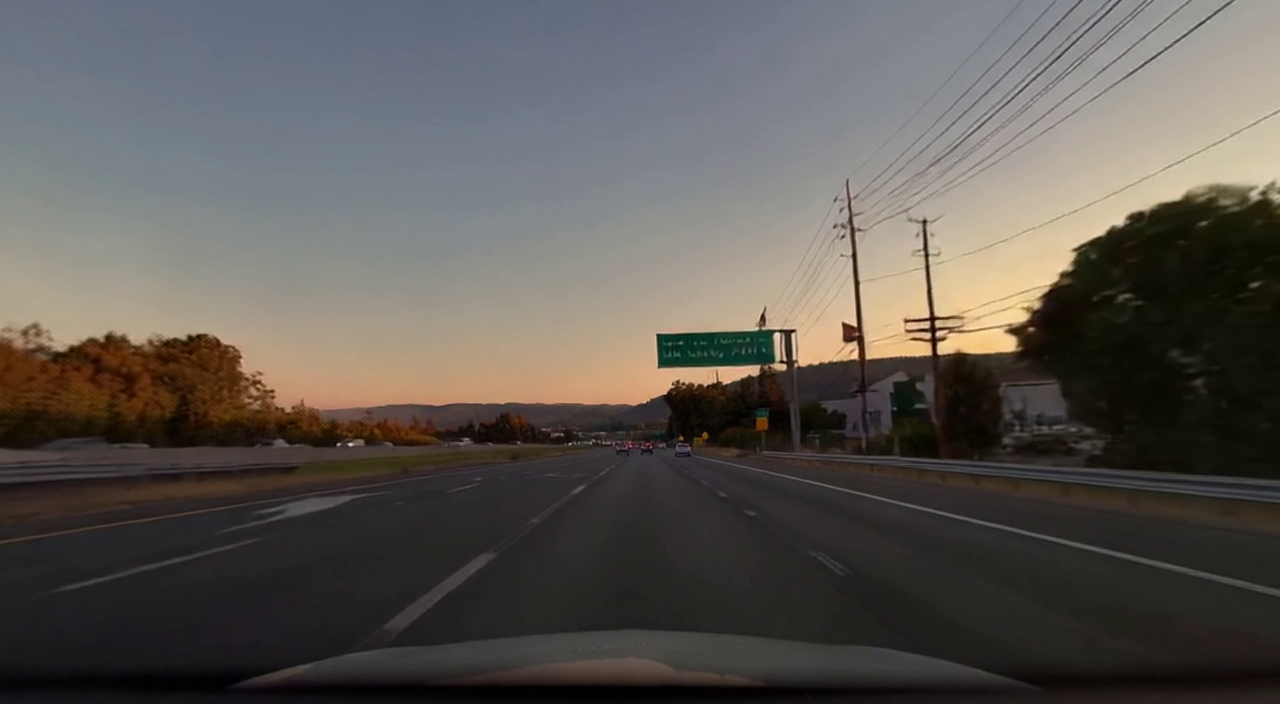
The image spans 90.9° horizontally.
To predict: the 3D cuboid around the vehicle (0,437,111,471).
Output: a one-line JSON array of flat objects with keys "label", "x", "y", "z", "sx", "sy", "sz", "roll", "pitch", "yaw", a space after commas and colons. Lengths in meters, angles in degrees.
[{"label": "vehicle", "x": -30.482, "y": 5.276, "z": 32.849, "sx": 1.842, "sy": 1.653, "sz": 4.523, "roll": 0, "pitch": -8, "yaw": 0}]
